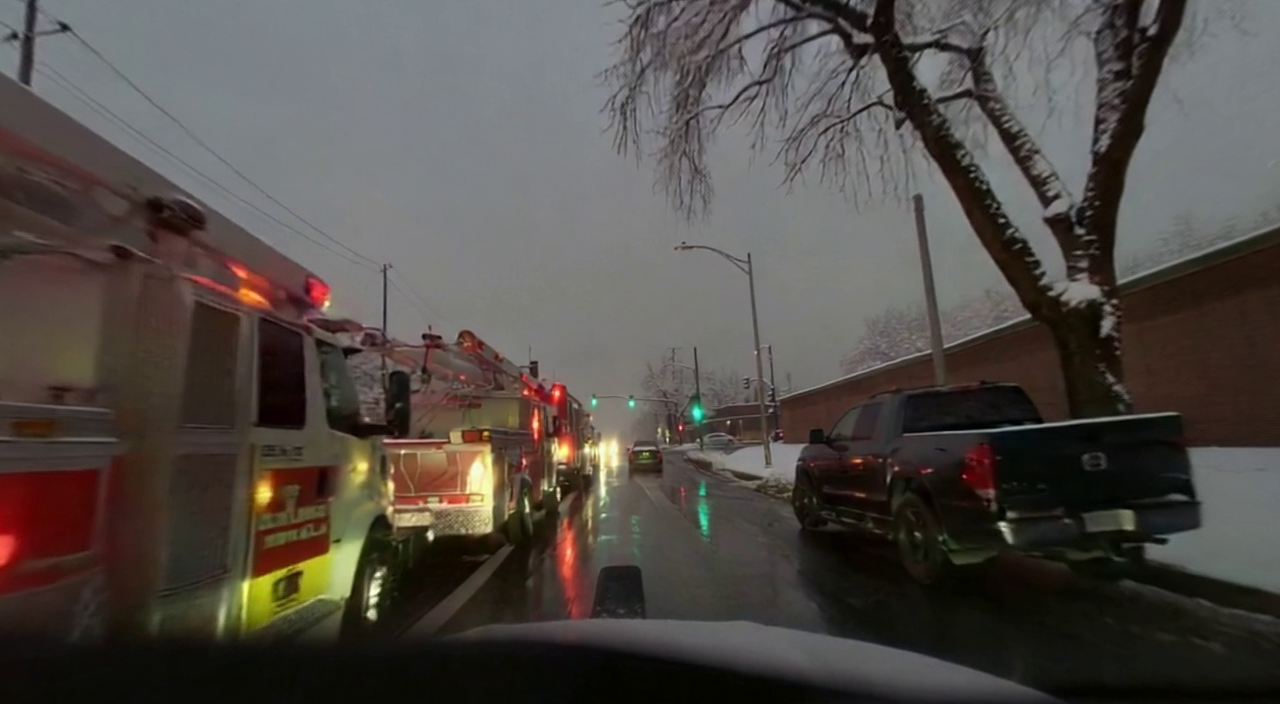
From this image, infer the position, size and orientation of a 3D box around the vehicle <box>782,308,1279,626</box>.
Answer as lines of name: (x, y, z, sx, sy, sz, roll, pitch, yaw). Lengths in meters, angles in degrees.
vehicle: (4.027, 1.237, 7.523, 3.411, 2.429, 5.271, 0, -9, 0)

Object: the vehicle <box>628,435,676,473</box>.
vehicle: (0.550, 5.410, 33.712, 2.332, 1.831, 4.930, 0, -8, -2)

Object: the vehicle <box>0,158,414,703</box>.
vehicle: (-2.798, 0.590, 1.816, 2.458, 2.027, 4.831, 0, -9, 0)
